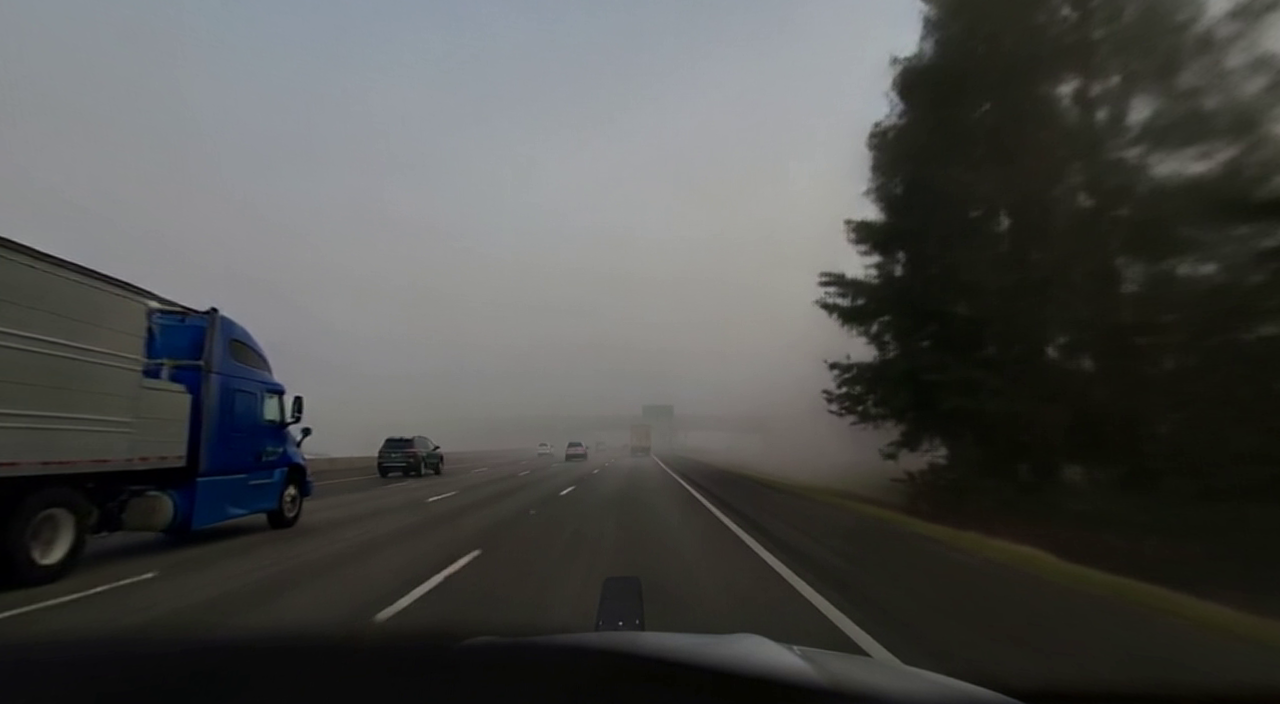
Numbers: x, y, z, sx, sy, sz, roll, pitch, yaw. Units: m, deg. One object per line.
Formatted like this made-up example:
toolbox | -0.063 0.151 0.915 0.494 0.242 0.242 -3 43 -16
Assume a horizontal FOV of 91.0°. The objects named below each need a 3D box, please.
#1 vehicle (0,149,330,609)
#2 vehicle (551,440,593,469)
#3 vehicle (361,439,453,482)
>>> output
vehicle | -7.089 0.282 5.675 3.303 3.868 10.298 0 -9 0
vehicle | -4.138 6.290 38.866 2.094 1.695 4.260 0 -9 0
vehicle | -10.478 4.911 28.897 2.146 1.764 5.510 0 -9 0
